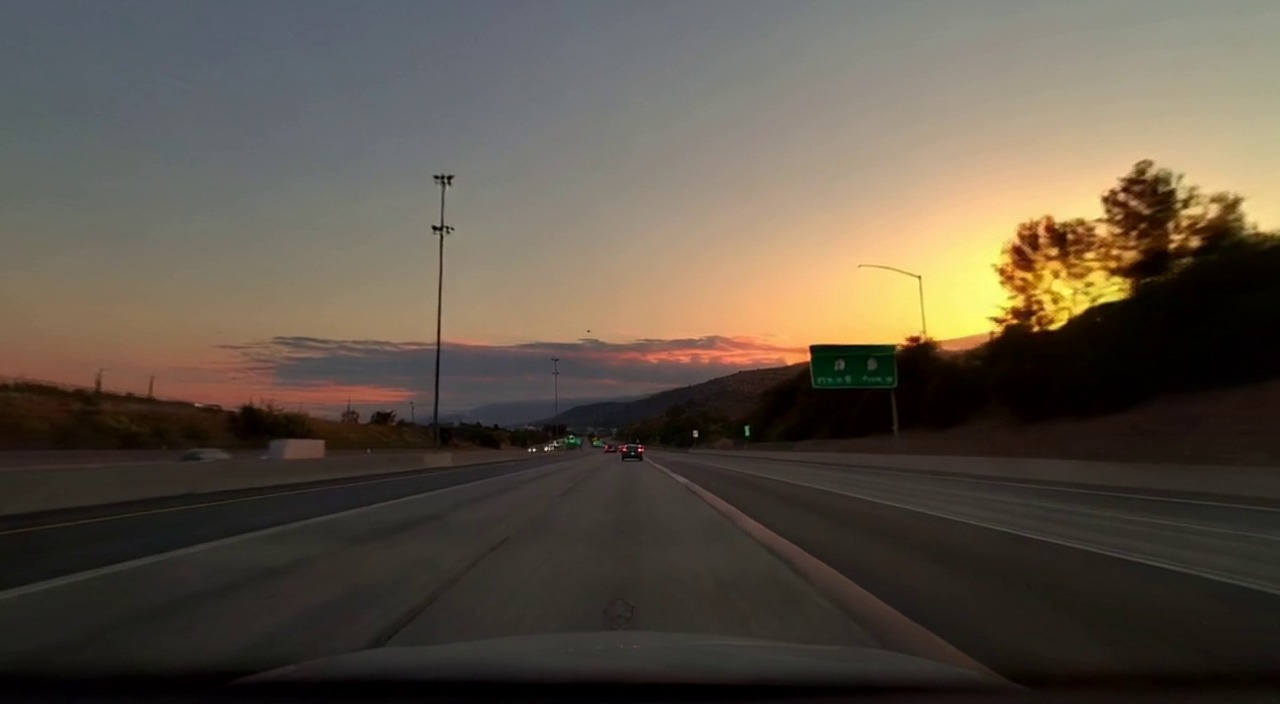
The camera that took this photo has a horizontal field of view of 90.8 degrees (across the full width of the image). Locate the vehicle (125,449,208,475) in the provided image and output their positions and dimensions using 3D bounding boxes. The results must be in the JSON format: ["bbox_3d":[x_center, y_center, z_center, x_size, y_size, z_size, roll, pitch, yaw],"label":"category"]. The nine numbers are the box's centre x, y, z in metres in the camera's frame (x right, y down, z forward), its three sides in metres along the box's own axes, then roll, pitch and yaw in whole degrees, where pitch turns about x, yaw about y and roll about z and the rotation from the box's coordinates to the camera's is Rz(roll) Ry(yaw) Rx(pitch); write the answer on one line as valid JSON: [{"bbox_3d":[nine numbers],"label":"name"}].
[{"bbox_3d":[-32.048,7.438,42.983,2.005,1.638,4.730,0,-9,-1],"label":"vehicle"}]
